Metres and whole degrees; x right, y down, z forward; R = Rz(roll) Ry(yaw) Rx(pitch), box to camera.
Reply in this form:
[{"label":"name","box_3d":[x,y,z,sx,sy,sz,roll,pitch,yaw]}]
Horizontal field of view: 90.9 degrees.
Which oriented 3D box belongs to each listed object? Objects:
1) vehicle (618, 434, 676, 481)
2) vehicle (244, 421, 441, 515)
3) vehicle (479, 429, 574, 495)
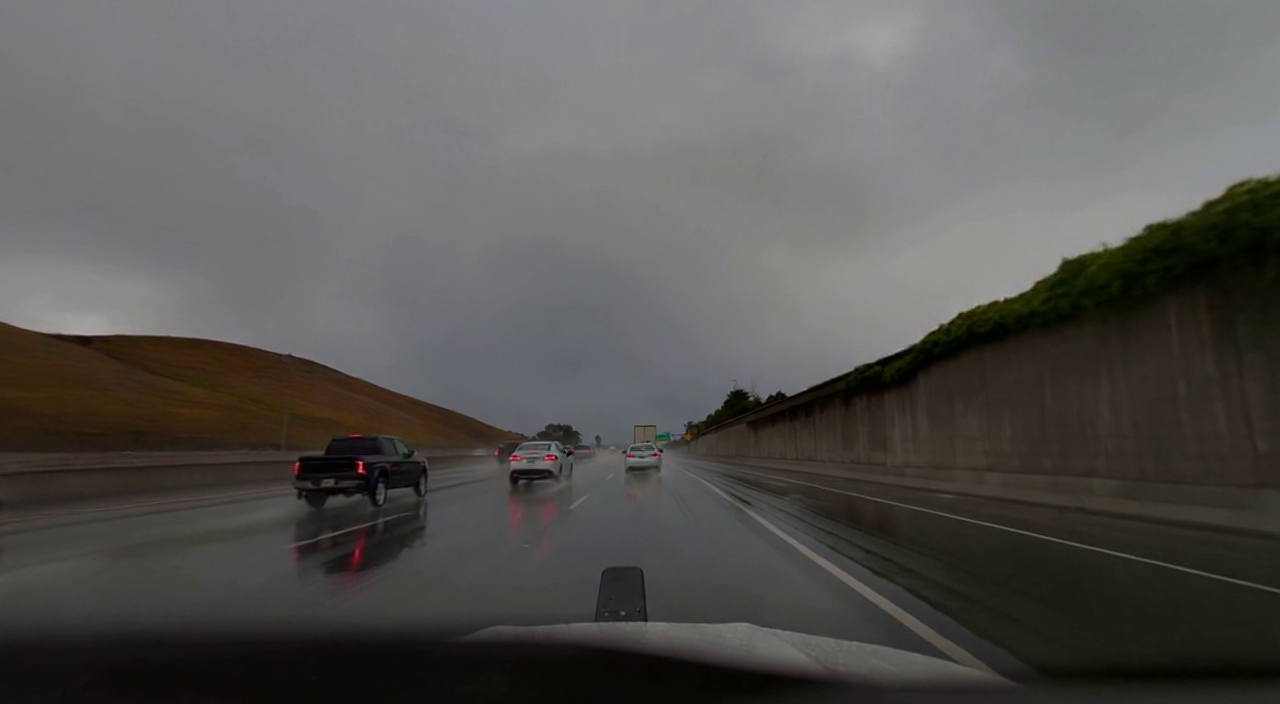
[{"label":"vehicle","box_3d":[0.248,4.418,26.605,2.233,1.804,4.273,0,-9,0]},{"label":"vehicle","box_3d":[-6.769,2.718,15.253,2.108,1.856,5.214,0,-9,1]},{"label":"vehicle","box_3d":[-3.436,3.443,20.055,2.093,1.820,4.506,0,-9,1]}]
